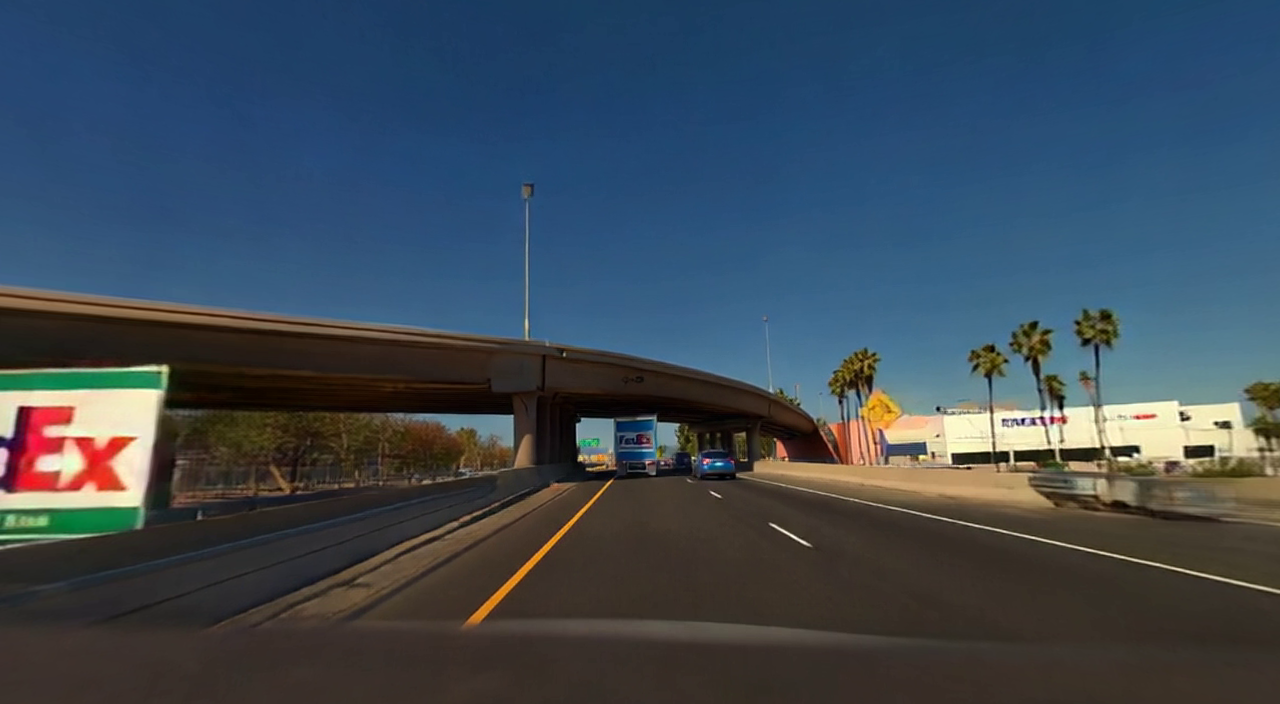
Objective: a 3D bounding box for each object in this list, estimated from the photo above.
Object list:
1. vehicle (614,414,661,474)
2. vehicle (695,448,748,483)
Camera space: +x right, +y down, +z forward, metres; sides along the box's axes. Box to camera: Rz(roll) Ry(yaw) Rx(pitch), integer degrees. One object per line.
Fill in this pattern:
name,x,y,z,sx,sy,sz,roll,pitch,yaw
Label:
vehicle,-0.244,7.262,49.366,3.243,4.134,11.656,0,-9,0
vehicle,3.912,5.557,31.087,1.966,1.558,4.238,0,-9,-1
